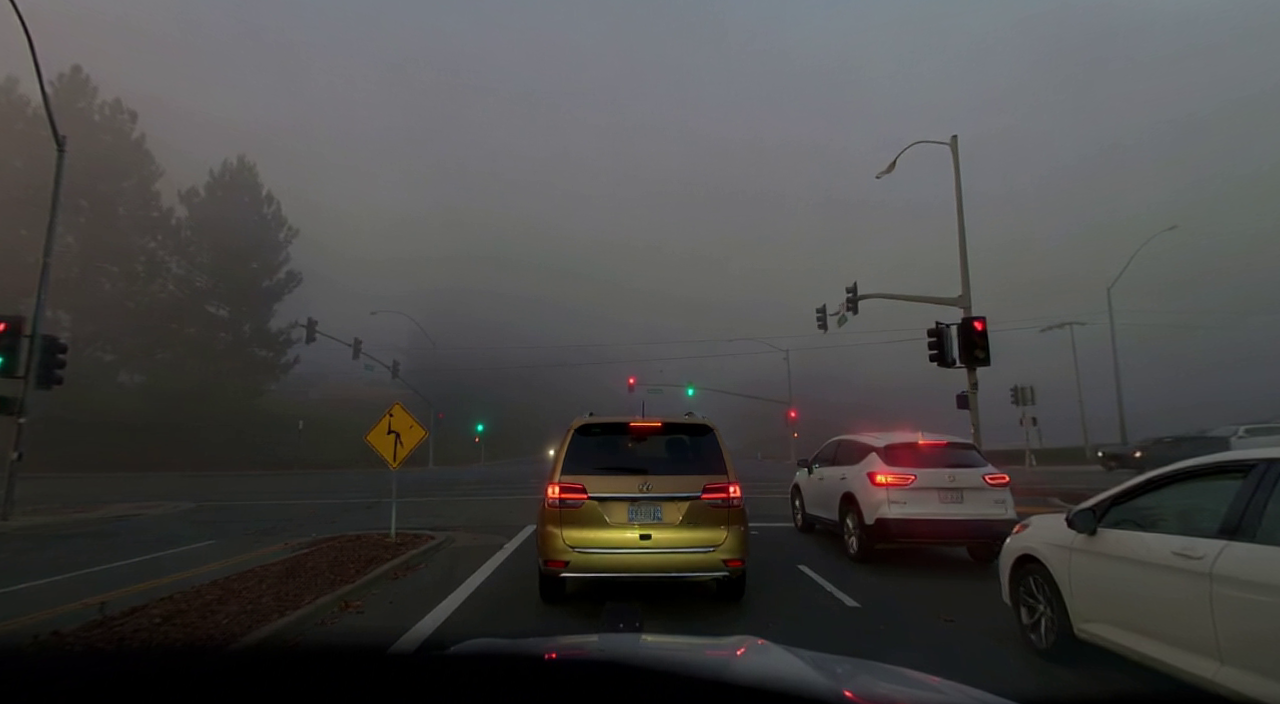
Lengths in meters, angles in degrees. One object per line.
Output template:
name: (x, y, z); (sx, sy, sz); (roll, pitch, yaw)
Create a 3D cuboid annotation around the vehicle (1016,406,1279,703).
vehicle: (3.159, 0.817, 1.427); (1.924, 1.466, 4.461); (0, -8, 1)

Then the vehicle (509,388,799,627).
vehicle: (0.101, 1.497, 7.060); (2.170, 1.793, 4.468); (0, -8, 0)

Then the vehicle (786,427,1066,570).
vehicle: (3.521, 1.860, 8.851); (1.861, 1.495, 4.215); (0, -8, -1)
